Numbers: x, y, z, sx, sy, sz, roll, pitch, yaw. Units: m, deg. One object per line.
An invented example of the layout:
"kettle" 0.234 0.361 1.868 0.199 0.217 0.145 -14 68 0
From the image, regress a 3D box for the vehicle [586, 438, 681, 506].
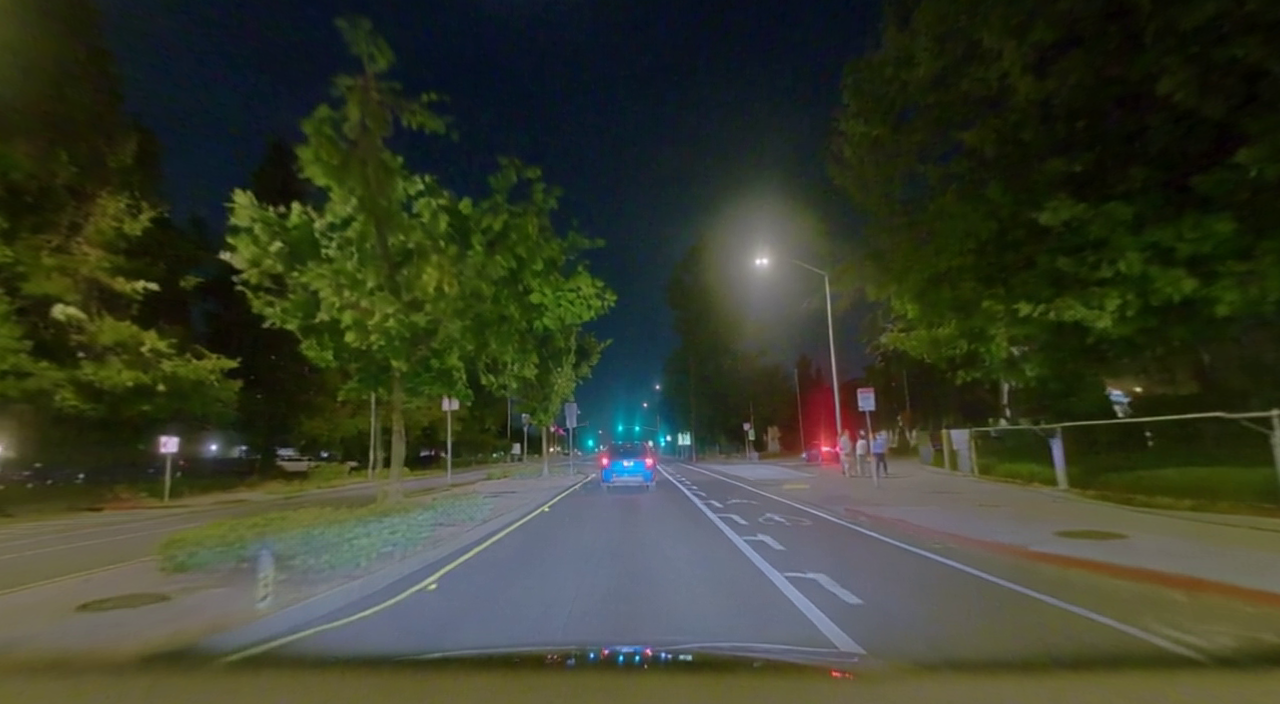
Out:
"vehicle" -0.197 3.141 17.023 2.221 1.570 4.398 0 -8 -1

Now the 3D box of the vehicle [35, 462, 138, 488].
"vehicle" -35.359 7.876 40.464 4.500 1.542 2.155 0 -9 -1

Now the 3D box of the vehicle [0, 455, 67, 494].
"vehicle" -35.745 6.840 35.362 5.087 1.999 2.056 0 -8 -2

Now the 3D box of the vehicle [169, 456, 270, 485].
"vehicle" -22.957 6.469 34.597 4.038 1.531 2.015 0 -9 -3

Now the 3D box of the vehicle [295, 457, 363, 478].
"vehicle" -23.173 8.618 47.216 4.086 1.478 1.844 0 -8 -4
